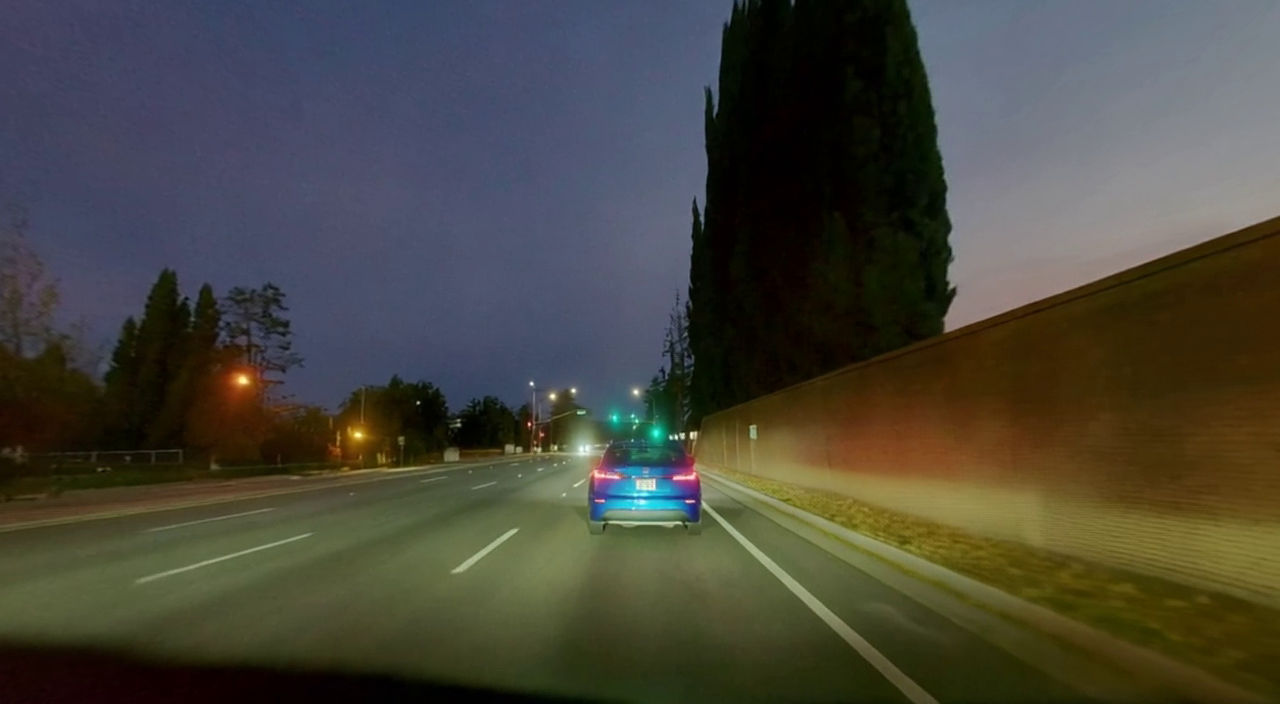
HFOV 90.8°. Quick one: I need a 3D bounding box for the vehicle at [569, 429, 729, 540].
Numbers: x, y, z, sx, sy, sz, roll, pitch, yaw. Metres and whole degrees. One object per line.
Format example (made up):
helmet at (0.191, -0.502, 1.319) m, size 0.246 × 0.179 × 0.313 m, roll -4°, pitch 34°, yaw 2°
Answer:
vehicle at (0.078, 2.138, 10.888) m, size 2.205 × 1.509 × 4.272 m, roll 0°, pitch -8°, yaw -1°
